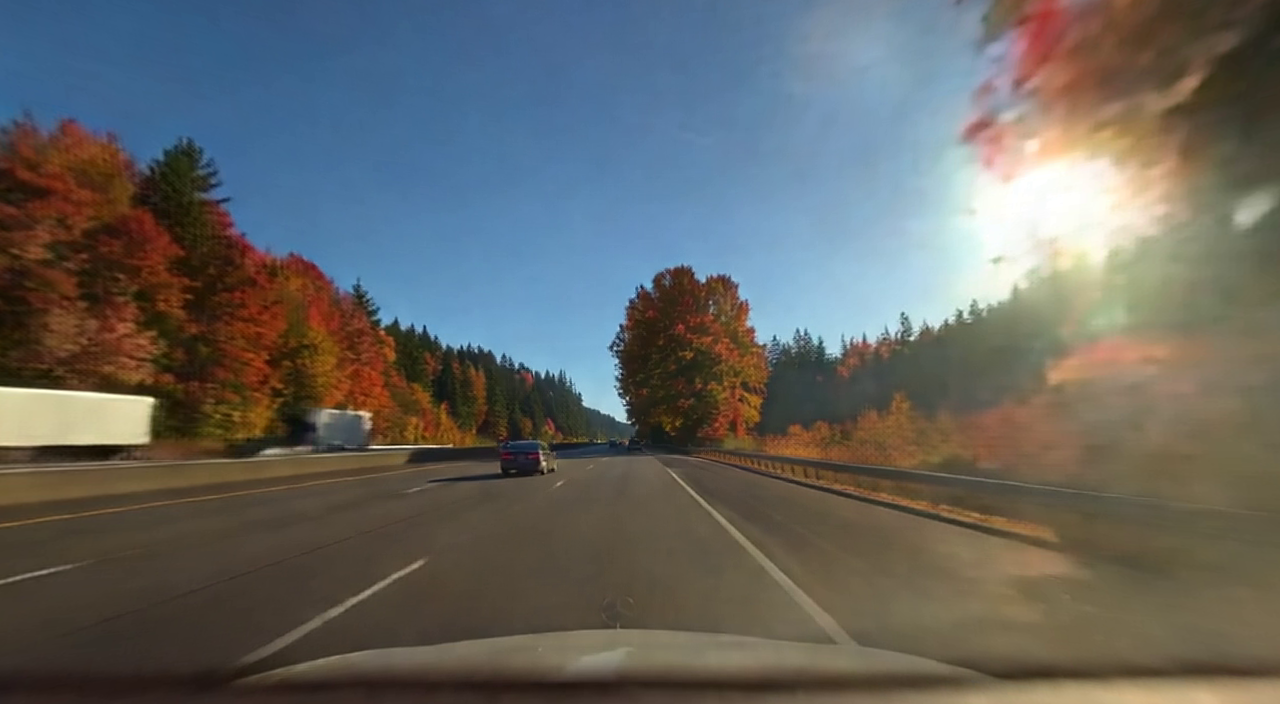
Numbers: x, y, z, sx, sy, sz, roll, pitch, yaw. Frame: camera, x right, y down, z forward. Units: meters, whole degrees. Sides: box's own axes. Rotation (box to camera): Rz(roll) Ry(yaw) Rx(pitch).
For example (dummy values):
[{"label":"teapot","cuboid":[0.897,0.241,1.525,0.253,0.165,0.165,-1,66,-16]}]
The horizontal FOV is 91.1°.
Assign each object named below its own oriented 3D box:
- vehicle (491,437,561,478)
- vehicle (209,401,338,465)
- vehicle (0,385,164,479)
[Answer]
[{"label":"vehicle","cuboid":[-4.564,4.264,25.801,2.004,1.497,4.260,0,-8,1]},{"label":"vehicle","cuboid":[-25.390,5.742,44.439,3.011,3.956,10.117,0,-8,0]},{"label":"vehicle","cuboid":[-29.127,3.740,29.357,2.892,4.037,14.067,0,-8,0]}]
